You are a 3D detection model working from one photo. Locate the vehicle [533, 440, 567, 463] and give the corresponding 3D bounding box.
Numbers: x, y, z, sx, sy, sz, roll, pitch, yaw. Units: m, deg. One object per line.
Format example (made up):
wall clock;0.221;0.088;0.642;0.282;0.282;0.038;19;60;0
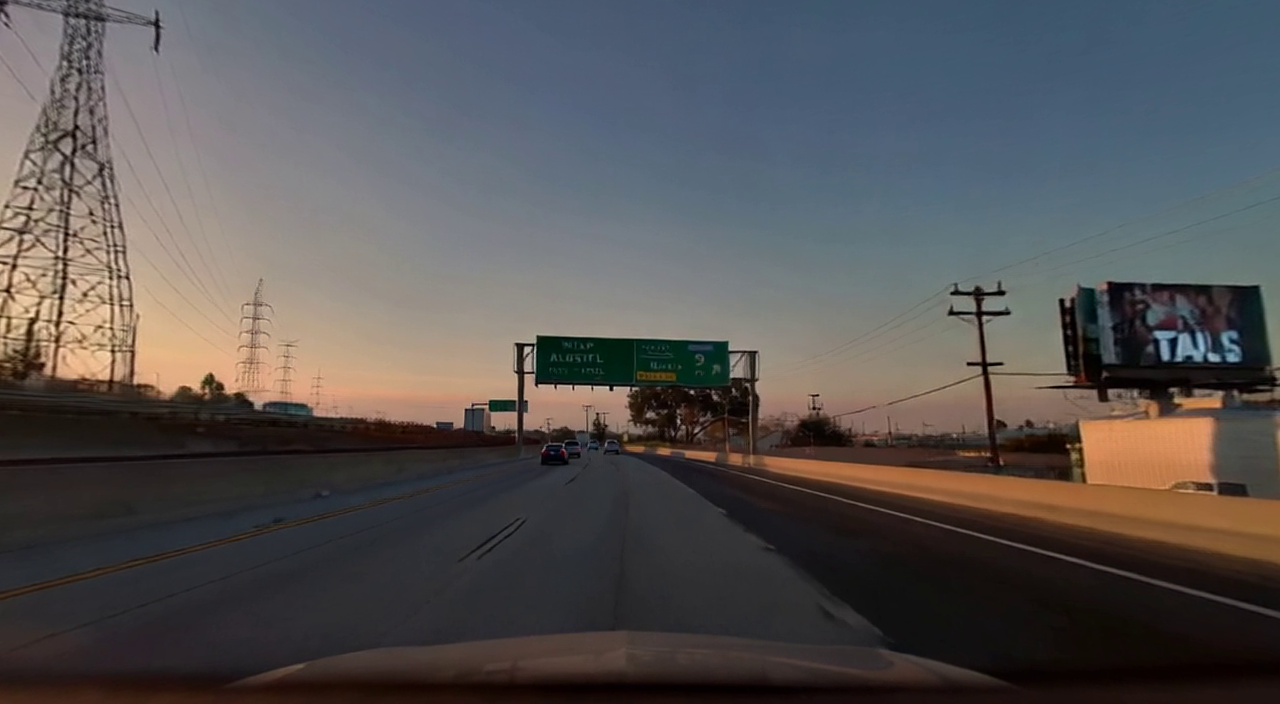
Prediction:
vehicle;-6.113;6.792;43.391;1.921;1.420;4.078;0;-8;-3
